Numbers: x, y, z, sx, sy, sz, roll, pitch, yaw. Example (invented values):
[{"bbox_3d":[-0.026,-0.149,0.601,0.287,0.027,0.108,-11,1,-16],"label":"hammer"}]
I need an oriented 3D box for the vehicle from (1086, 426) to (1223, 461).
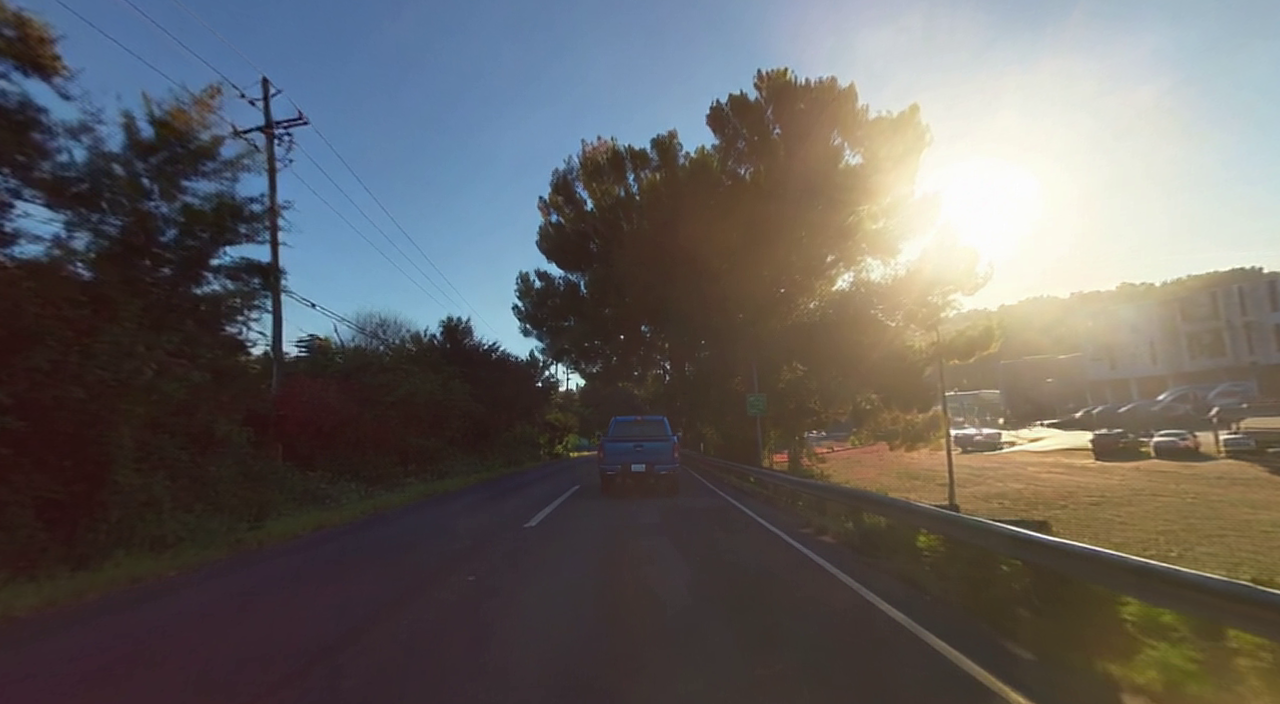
[{"bbox_3d":[31.438,5.661,38.977,2.323,2.002,6.310,2,-9,-13],"label":"vehicle"}]

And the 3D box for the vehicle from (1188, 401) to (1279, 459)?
[{"bbox_3d":[33.655,4.151,33.373,2.581,2.932,6.340,4,-9,-27],"label":"vehicle"}]

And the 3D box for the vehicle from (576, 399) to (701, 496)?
[{"bbox_3d":[-0.073,2.874,19.110,3.021,2.326,7.410,0,-9,-1],"label":"vehicle"}]
